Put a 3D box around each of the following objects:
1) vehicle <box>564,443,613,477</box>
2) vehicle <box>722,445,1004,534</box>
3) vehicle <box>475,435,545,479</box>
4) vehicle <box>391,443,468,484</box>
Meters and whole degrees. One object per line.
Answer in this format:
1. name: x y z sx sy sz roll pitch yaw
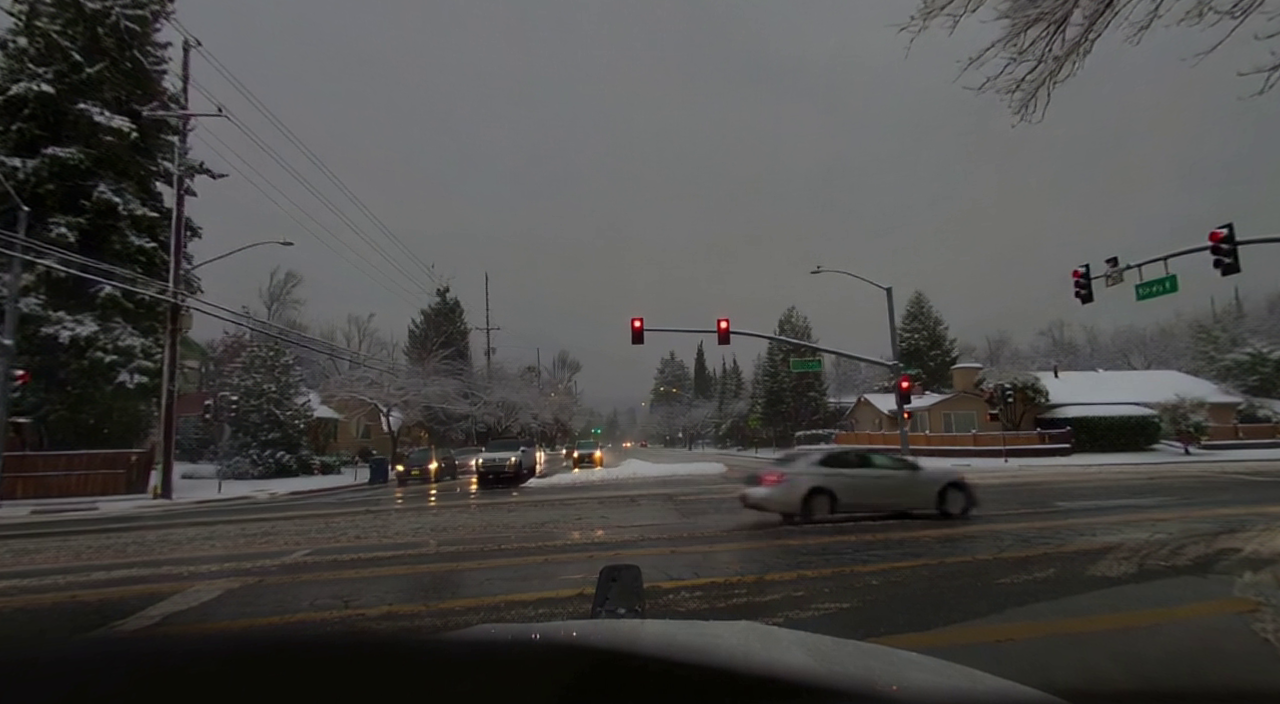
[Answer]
1. vehicle: -2.425 5.231 30.930 2.174 1.477 4.805 0 -9 -2
2. vehicle: 4.036 2.441 11.748 4.443 1.367 2.197 2 -9 -16
3. vehicle: -6.400 5.246 31.777 2.479 1.977 5.254 0 -9 -1
4. vehicle: -10.179 5.401 30.982 2.241 1.819 4.690 0 -9 -1
